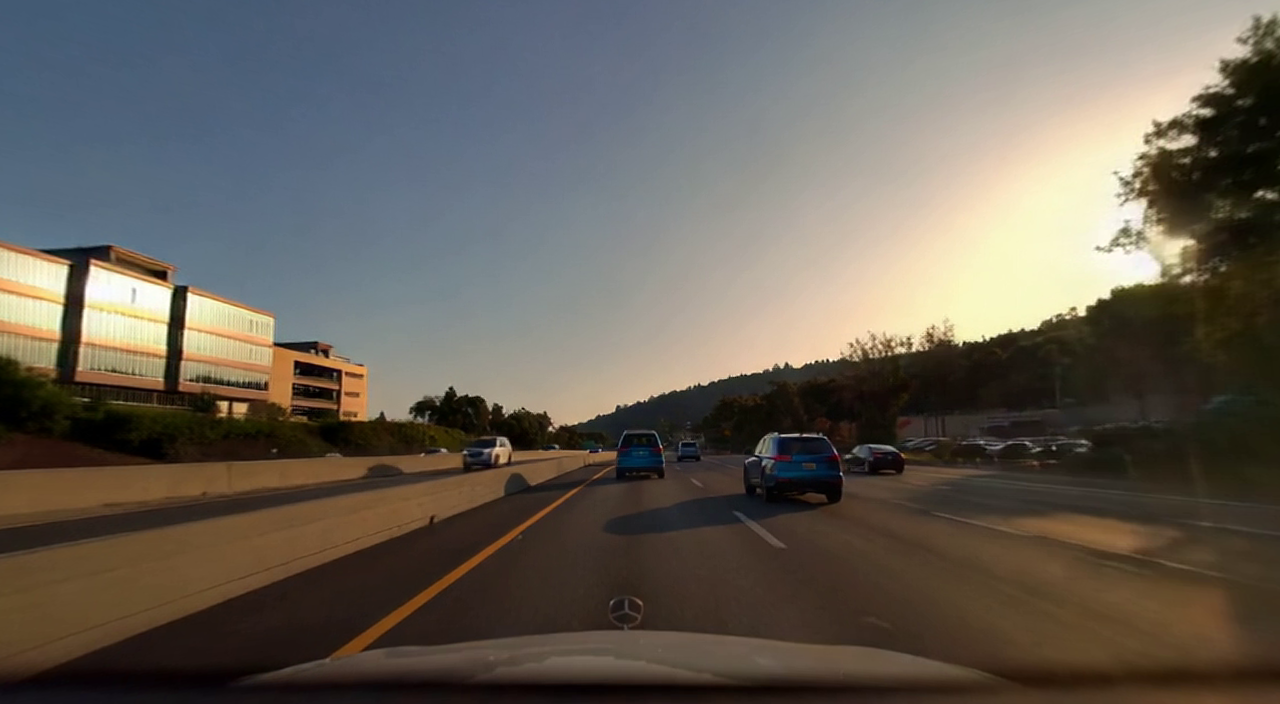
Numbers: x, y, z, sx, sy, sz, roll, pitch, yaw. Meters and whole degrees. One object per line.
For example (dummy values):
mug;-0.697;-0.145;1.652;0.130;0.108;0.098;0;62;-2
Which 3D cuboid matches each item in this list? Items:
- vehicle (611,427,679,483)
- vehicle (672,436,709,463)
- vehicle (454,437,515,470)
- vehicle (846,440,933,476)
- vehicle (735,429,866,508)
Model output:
vehicle;0.174;3.832;23.685;2.290;1.862;4.454;0;-8;0
vehicle;3.872;7.630;49.479;2.328;1.987;5.440;0;-8;-1
vehicle;-10.685;7.019;43.954;2.614;2.135;6.505;0;-8;0
vehicle;10.955;4.682;28.050;2.027;1.446;4.470;0;-8;0
vehicle;3.591;2.683;14.969;2.042;1.592;4.047;0;-8;0
